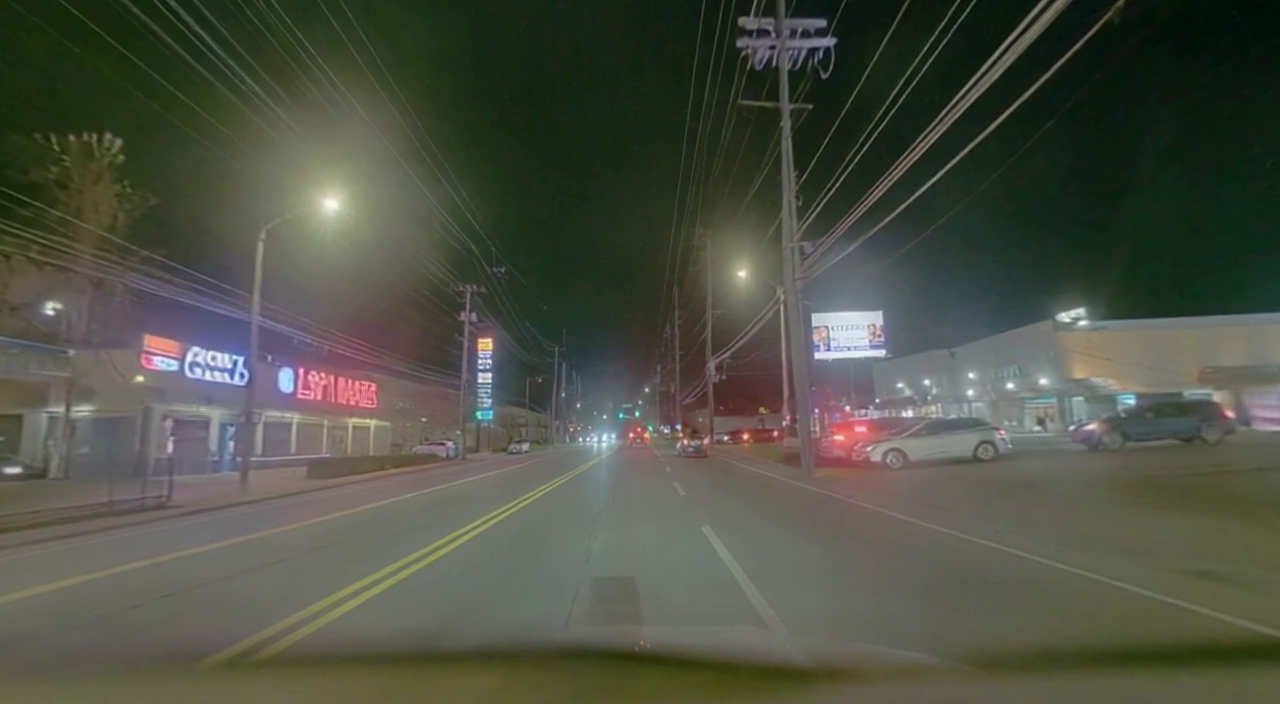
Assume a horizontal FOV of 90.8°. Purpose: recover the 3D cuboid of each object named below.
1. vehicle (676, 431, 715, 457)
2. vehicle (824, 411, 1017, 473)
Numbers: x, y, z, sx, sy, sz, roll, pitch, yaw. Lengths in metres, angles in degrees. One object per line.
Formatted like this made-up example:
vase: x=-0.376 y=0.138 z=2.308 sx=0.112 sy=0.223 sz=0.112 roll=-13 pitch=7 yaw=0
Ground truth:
vehicle: x=3.382 y=5.674 z=39.091 sx=1.926 sy=1.482 sz=4.442 roll=0 pitch=-8 yaw=-1
vehicle: x=9.981 y=3.234 z=22.925 sx=5.771 sy=2.013 sz=2.414 roll=-1 pitch=-8 yaw=0
